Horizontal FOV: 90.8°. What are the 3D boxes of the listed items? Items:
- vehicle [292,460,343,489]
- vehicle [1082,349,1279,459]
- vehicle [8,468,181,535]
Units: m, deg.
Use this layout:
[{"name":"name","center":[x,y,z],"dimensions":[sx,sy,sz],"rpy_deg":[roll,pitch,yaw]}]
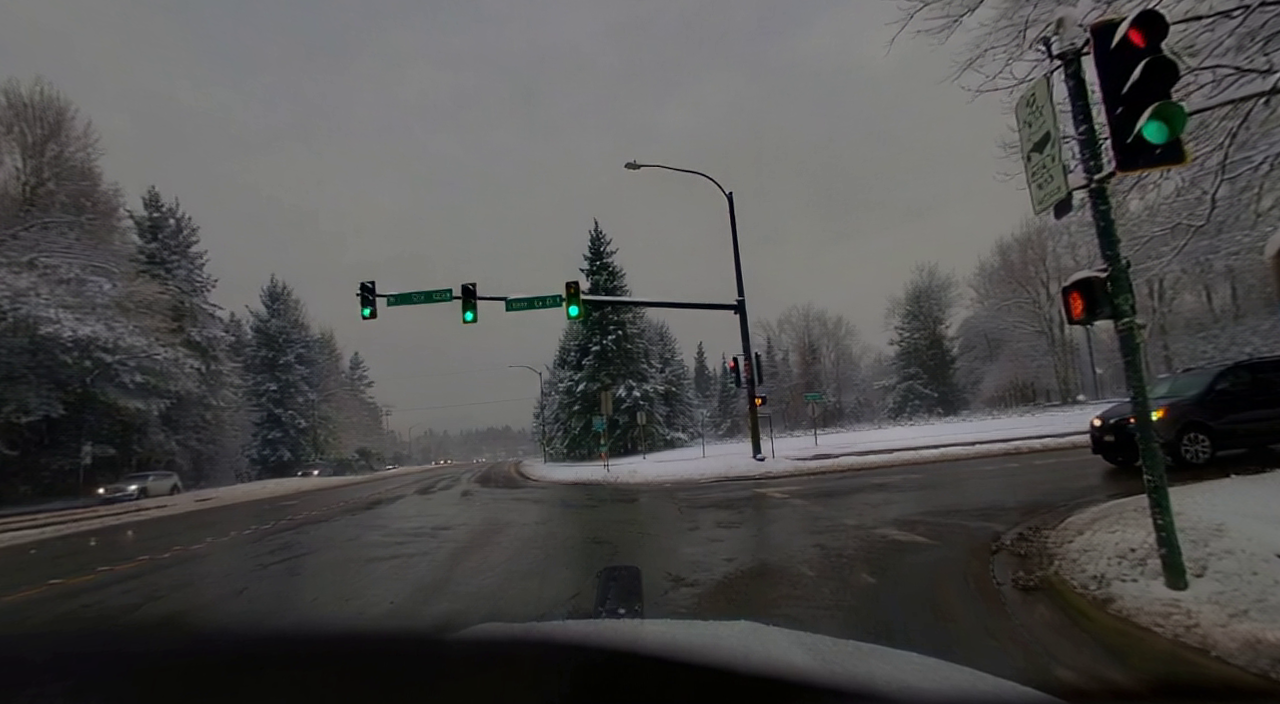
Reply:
[{"name":"vehicle","center":[-21.082,7.991,41.474],"dimensions":[1.986,1.492,4.332],"rpy_deg":[-3,-8,-13]},{"name":"vehicle","center":[10.646,1.084,11.784],"dimensions":[1.855,1.669,4.529],"rpy_deg":[-2,-9,6]},{"name":"vehicle","center":[-17.021,4.623,20.089],"dimensions":[2.078,1.486,4.629],"rpy_deg":[-4,-8,-11]}]
